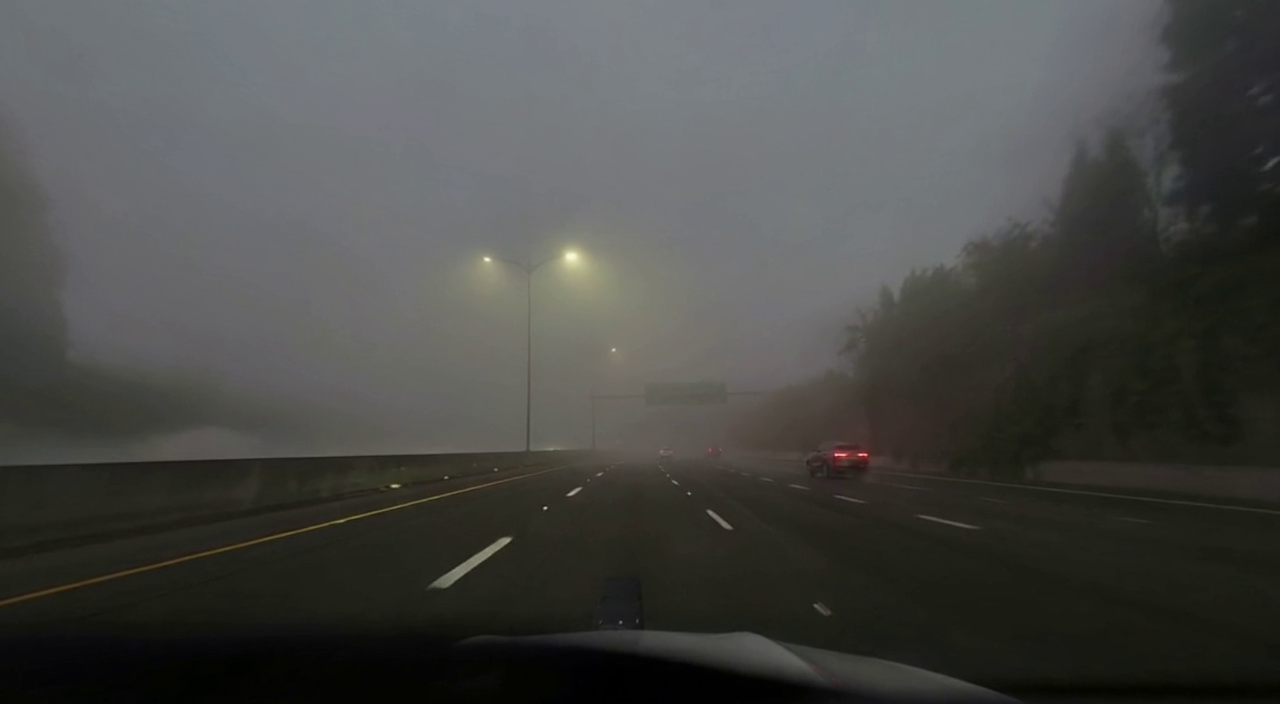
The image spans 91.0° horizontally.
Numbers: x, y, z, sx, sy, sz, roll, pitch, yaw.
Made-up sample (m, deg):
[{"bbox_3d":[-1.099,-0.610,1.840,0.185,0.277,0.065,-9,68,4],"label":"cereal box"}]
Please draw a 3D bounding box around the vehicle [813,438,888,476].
[{"bbox_3d":[10.460,5.248,31.660,2.167,1.781,4.340,0,-9,-1],"label":"vehicle"}]
